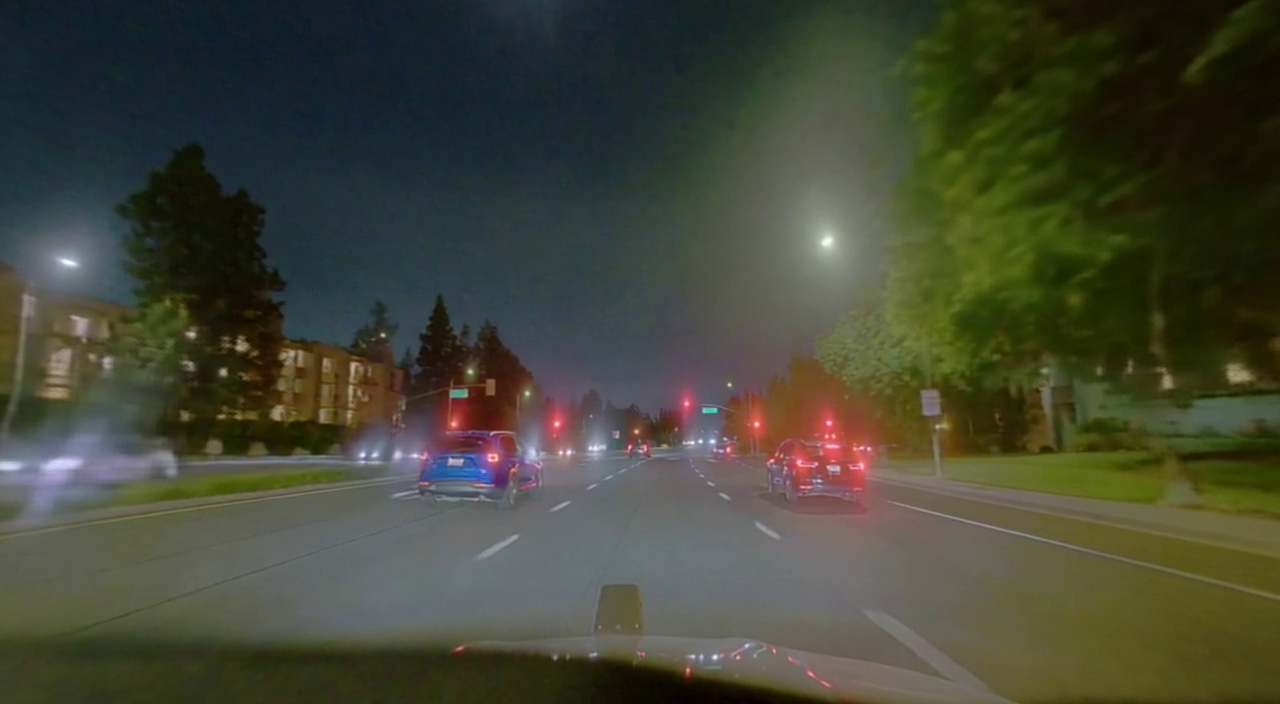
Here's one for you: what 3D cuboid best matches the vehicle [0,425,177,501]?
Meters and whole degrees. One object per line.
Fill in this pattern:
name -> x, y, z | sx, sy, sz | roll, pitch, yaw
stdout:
vehicle -> -15.182, 2.898, 16.842 | 1.980, 1.728, 4.653 | 0, -9, 2

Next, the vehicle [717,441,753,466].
vehicle -> 6.690, 7.165, 44.827 | 2.169, 1.669, 4.037 | 0, -9, 4

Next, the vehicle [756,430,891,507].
vehicle -> 4.389, 2.867, 15.953 | 2.132, 1.659, 4.387 | 0, -9, 0

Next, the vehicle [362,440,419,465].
vehicle -> -17.493, 7.052, 44.566 | 1.914, 1.669, 4.429 | -1, -9, 5

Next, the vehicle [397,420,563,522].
vehicle -> -2.994, 2.358, 13.026 | 2.045, 1.688, 4.632 | 0, -9, 2
